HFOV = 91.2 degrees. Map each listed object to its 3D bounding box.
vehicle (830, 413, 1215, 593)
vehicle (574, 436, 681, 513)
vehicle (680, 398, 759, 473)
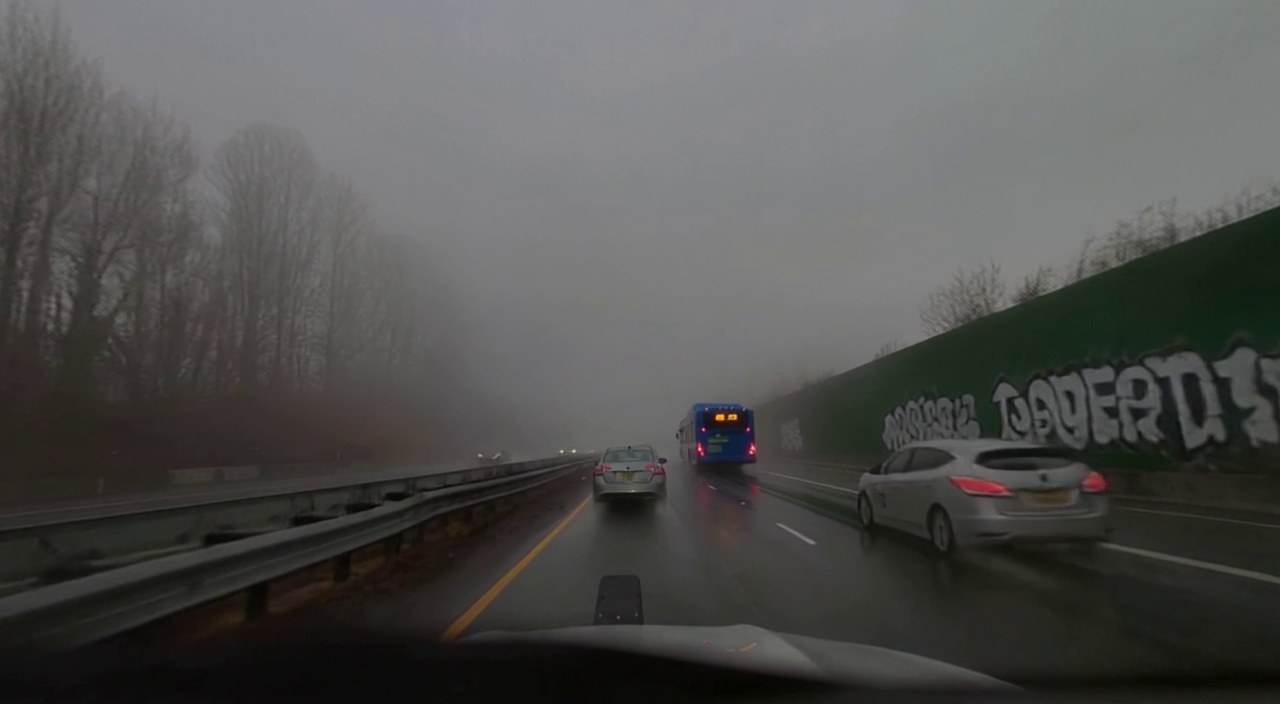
[{"bbox_3d":[3.880,1.595,7.387,1.995,1.507,3.915,0,-9,-1],"label":"vehicle"},{"bbox_3d":[-0.249,2.809,14.813,2.160,1.532,4.073,-1,-9,0],"label":"vehicle"},{"bbox_3d":[4.084,4.845,35.492,3.055,3.479,12.521,-1,-9,1],"label":"vehicle"}]
